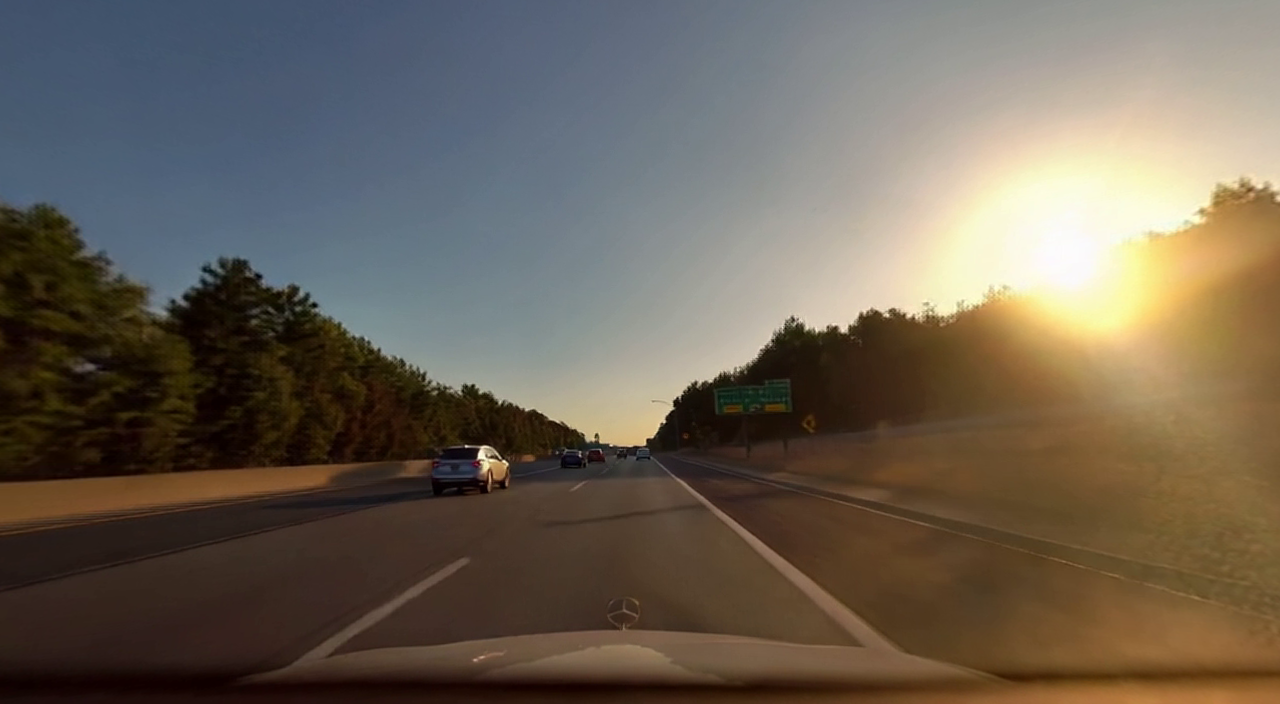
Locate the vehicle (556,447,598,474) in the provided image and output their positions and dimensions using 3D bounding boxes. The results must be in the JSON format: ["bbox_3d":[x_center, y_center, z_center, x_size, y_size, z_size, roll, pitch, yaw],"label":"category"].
[{"bbox_3d":[-3.576,6.218,36.364,2.005,1.474,3.921,0,-9,1],"label":"vehicle"}]

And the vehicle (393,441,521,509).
[{"bbox_3d":[-4.553,3.128,16.500,1.975,1.501,4.603,0,-9,0],"label":"vehicle"}]
